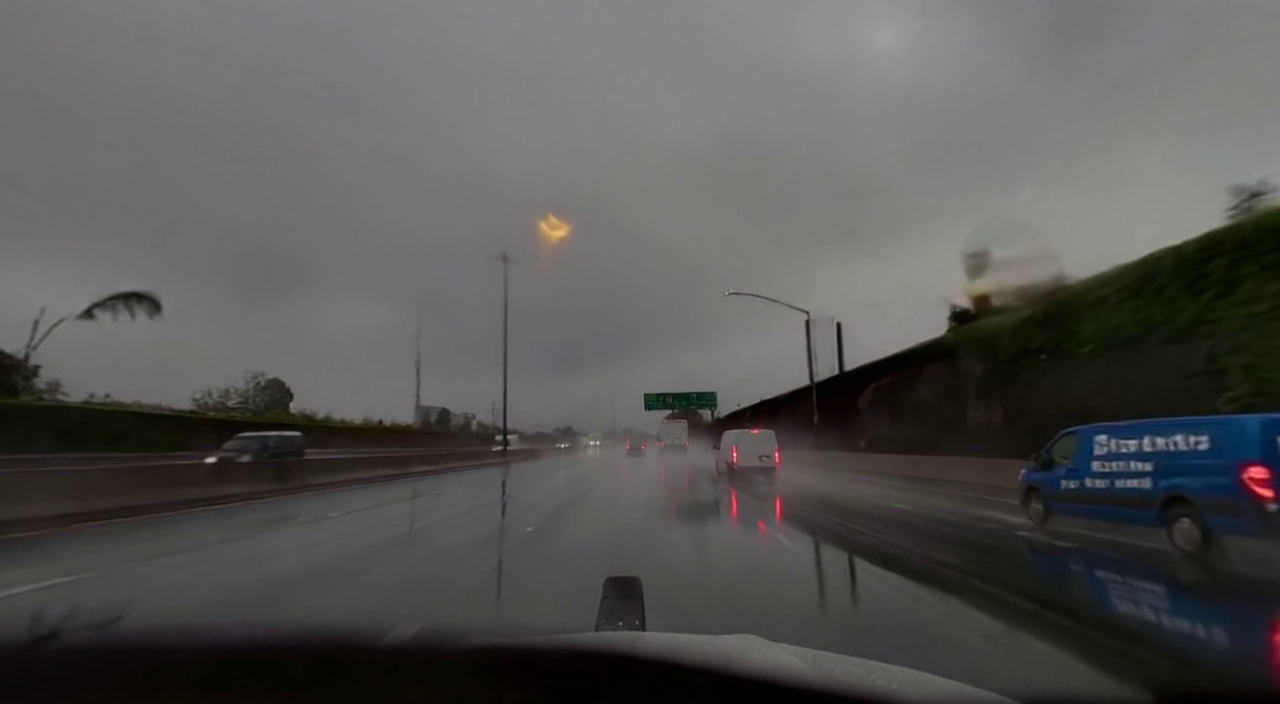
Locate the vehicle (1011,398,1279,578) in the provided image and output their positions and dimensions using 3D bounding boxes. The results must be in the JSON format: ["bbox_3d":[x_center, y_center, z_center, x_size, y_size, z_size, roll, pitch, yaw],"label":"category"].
[{"bbox_3d":[7.561,1.667,8.315,2.266,1.799,4.947,0,-9,-1],"label":"vehicle"}]

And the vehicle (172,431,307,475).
[{"bbox_3d":[-17.579,4.502,28.203,2.408,1.737,5.580,0,-9,-1],"label":"vehicle"}]

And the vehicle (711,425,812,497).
[{"bbox_3d":[3.569,3.324,19.623,2.035,1.931,4.841,0,-9,-2],"label":"vehicle"}]
